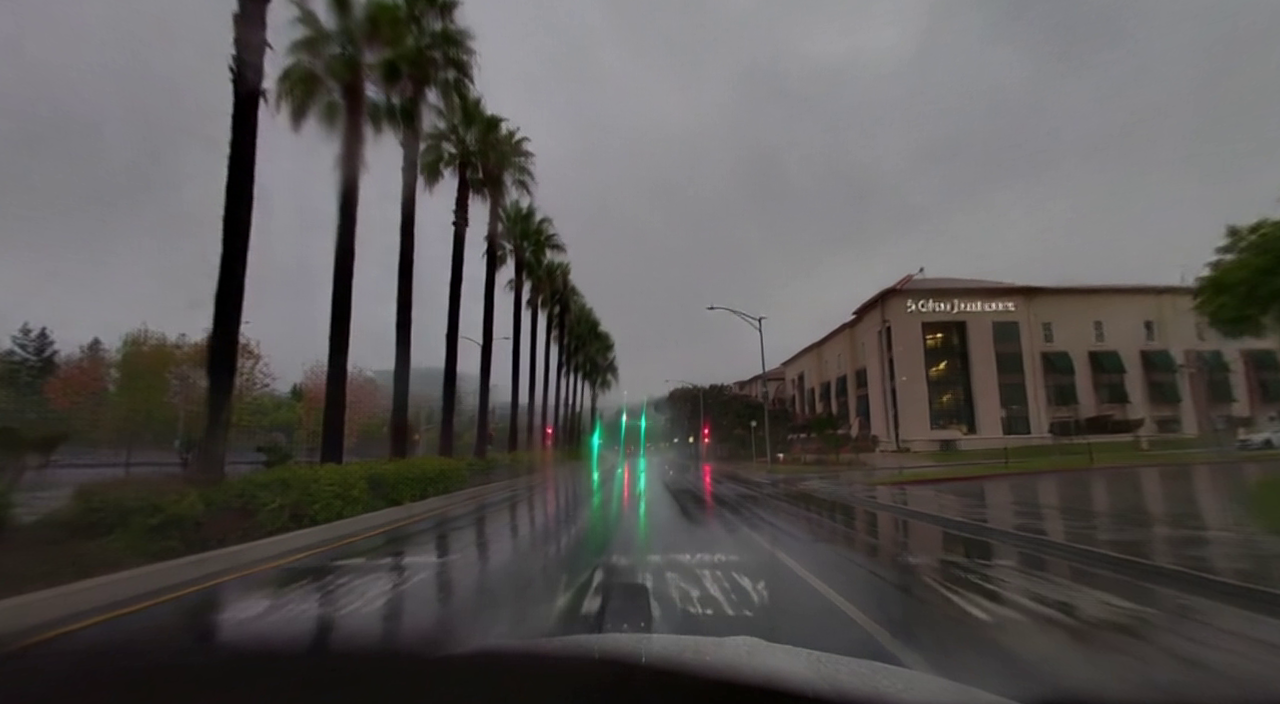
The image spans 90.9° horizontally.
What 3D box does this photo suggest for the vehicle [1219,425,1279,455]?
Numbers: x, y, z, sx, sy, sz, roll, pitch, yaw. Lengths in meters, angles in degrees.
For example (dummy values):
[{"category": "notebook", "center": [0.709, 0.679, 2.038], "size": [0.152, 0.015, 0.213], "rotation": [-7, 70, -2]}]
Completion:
[{"category": "vehicle", "center": [34.396, 4.731, 33.899], "size": [1.820, 1.571, 4.697], "rotation": [0, -9, -3]}]
